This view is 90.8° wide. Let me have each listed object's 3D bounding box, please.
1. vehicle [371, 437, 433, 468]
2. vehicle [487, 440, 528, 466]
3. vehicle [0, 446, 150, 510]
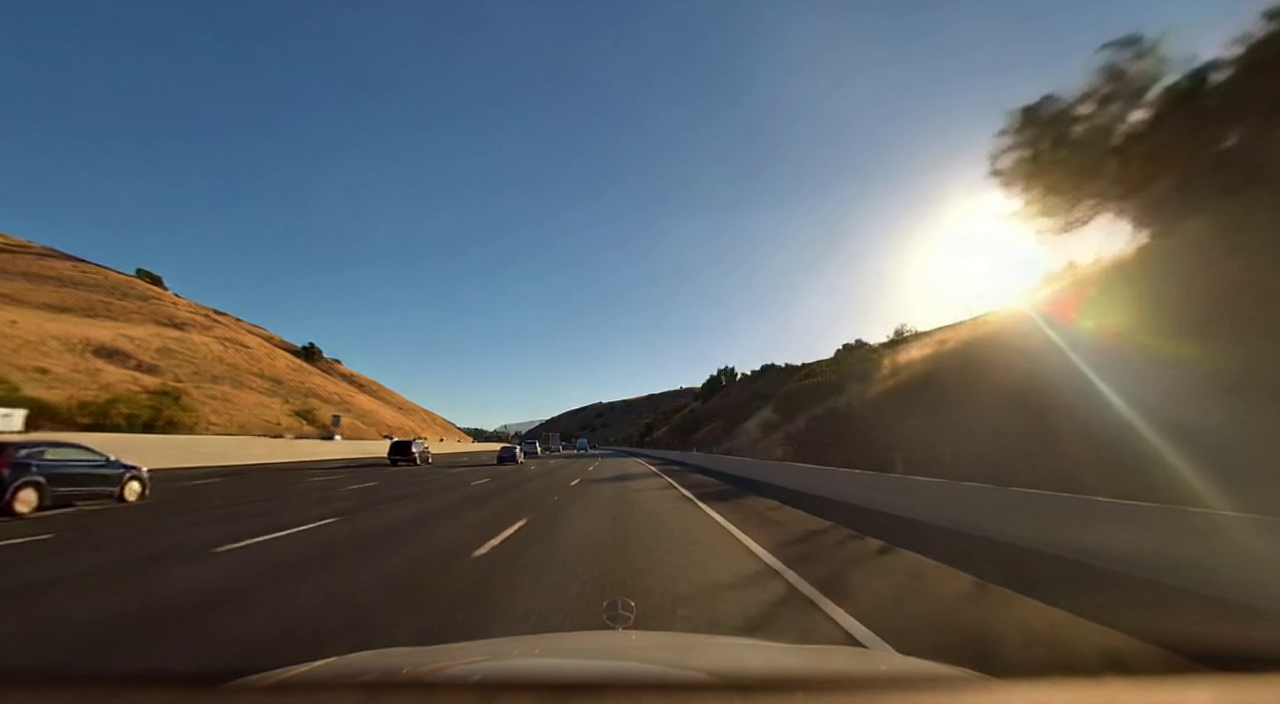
[{"bbox_3d":[-16.015,6.771,42.851,2.240,1.953,5.452,0,-9,-2],"label":"vehicle"},{"bbox_3d":[-9.322,7.126,44.723,2.104,1.715,4.319,0,-9,-2],"label":"vehicle"},{"bbox_3d":[-15.364,3.137,16.220,1.955,1.429,4.575,0,-9,-1],"label":"vehicle"}]
